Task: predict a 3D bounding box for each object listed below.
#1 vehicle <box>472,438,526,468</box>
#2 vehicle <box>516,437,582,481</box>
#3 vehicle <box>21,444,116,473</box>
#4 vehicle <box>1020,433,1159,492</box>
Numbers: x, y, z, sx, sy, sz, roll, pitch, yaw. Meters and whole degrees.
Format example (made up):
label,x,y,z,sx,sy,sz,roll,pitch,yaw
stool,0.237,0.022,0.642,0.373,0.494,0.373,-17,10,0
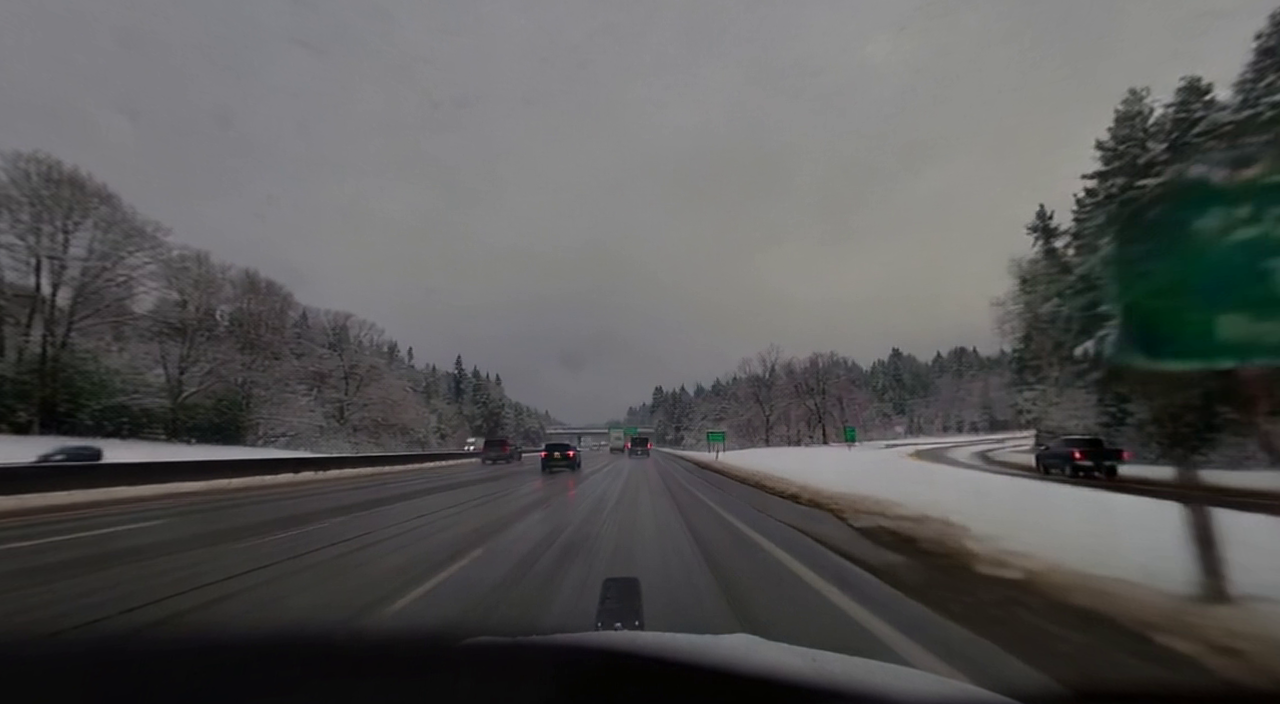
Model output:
label,x,y,z,sx,sy,sz,roll,pitch,yaw
vehicle,-10.278,7.398,46.428,2.519,2.029,6.180,0,-9,1
vehicle,-3.788,4.547,26.926,2.094,1.695,4.260,0,-9,1
vehicle,-31.227,5.822,34.560,1.651,1.464,3.729,0,-9,1
vehicle,15.710,3.873,22.415,2.200,1.827,4.822,-2,-9,12
